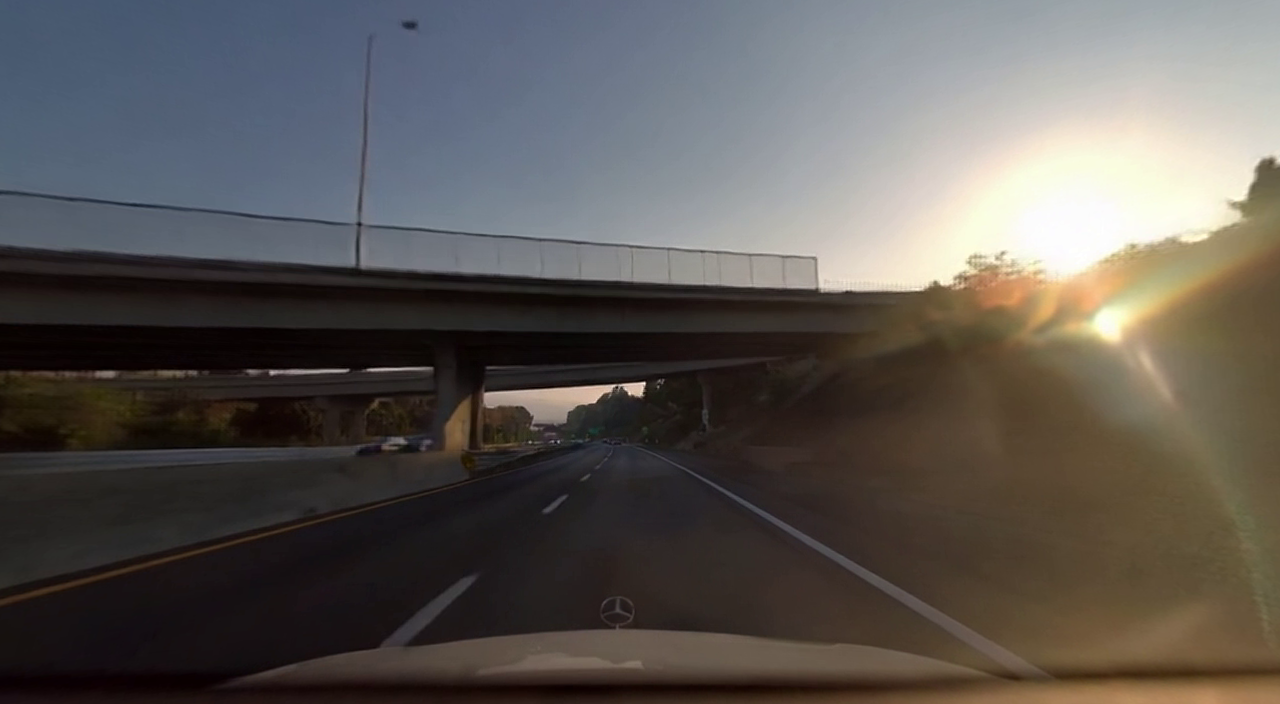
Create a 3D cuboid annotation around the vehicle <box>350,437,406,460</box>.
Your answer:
[{"bbox_3d":[-16.794,6.206,40.590,1.913,1.422,3.972,0,-8,0],"label":"vehicle"}]

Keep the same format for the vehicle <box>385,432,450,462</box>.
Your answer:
[{"bbox_3d":[-12.251,5.264,34.951,2.048,1.573,4.319,0,-8,-1],"label":"vehicle"}]
